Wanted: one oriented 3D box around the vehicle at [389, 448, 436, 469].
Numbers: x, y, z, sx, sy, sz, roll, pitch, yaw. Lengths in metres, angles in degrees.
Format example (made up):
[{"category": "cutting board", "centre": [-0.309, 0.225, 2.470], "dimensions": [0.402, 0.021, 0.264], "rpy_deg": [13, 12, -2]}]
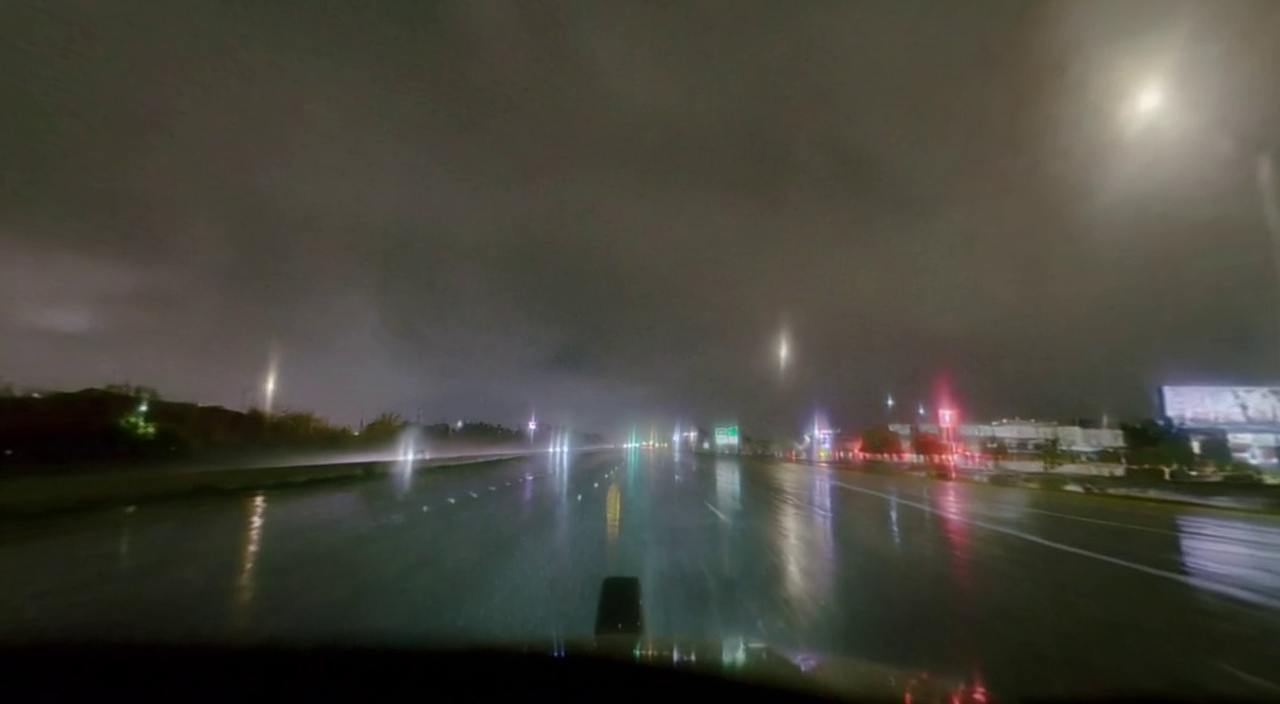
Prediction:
[{"category": "vehicle", "centre": [-17.443, 8.146, 48.394], "dimensions": [1.862, 1.505, 4.368], "rpy_deg": [0, -9, 2]}]
